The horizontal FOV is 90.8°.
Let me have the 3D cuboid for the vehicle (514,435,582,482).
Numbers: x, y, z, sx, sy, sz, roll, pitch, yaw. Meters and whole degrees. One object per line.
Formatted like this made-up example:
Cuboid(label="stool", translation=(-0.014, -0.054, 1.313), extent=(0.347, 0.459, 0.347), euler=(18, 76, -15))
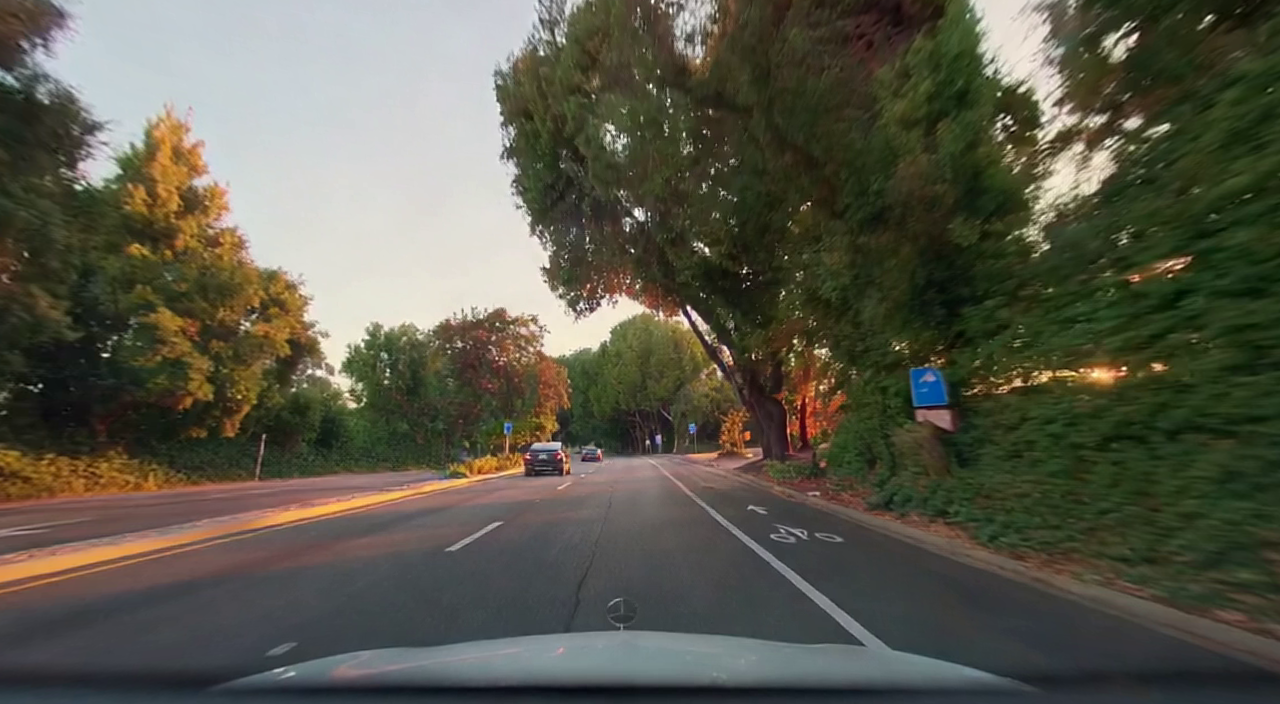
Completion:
Cuboid(label="vehicle", translation=(-4.004, 4.743, 28.483), extent=(2.246, 1.885, 5.275), euler=(0, -9, 0))
